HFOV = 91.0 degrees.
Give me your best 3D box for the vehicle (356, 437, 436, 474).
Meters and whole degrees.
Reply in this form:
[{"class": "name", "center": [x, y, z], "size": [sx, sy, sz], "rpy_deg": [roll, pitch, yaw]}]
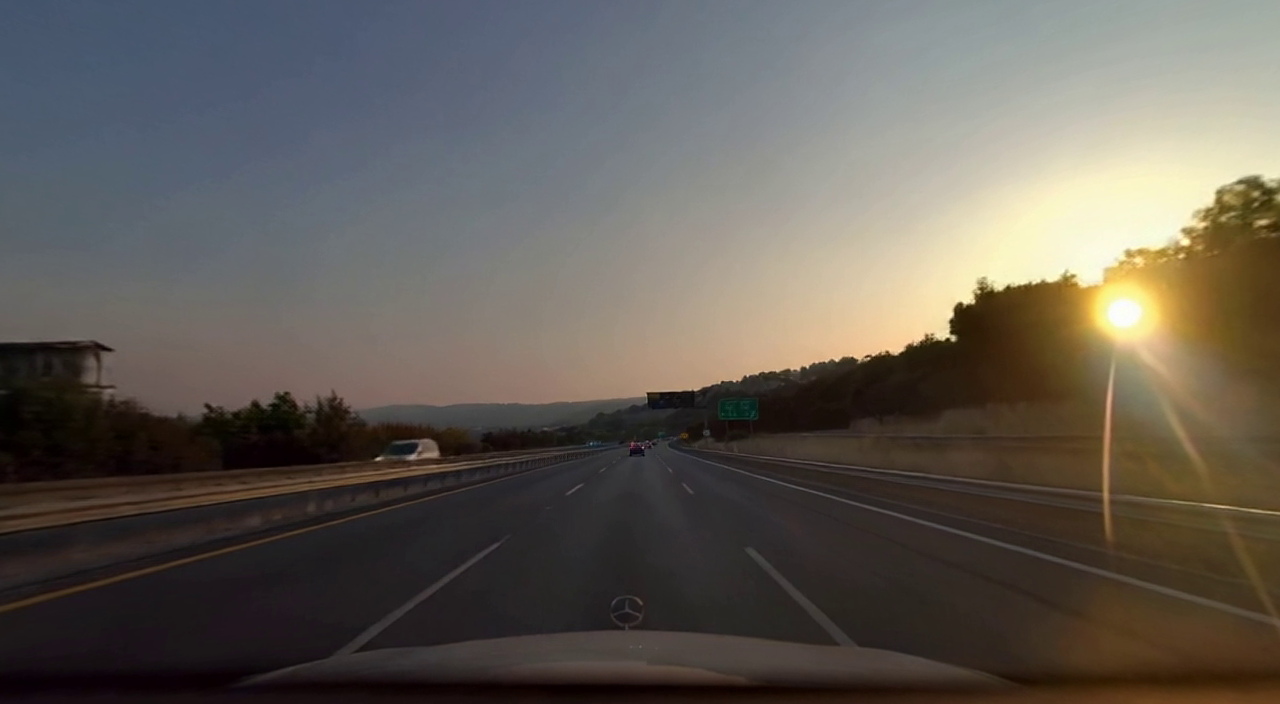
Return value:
[{"class": "vehicle", "center": [-12.197, 5.192, 31.849], "size": [2.047, 1.735, 4.728], "rpy_deg": [0, -8, 1]}]
